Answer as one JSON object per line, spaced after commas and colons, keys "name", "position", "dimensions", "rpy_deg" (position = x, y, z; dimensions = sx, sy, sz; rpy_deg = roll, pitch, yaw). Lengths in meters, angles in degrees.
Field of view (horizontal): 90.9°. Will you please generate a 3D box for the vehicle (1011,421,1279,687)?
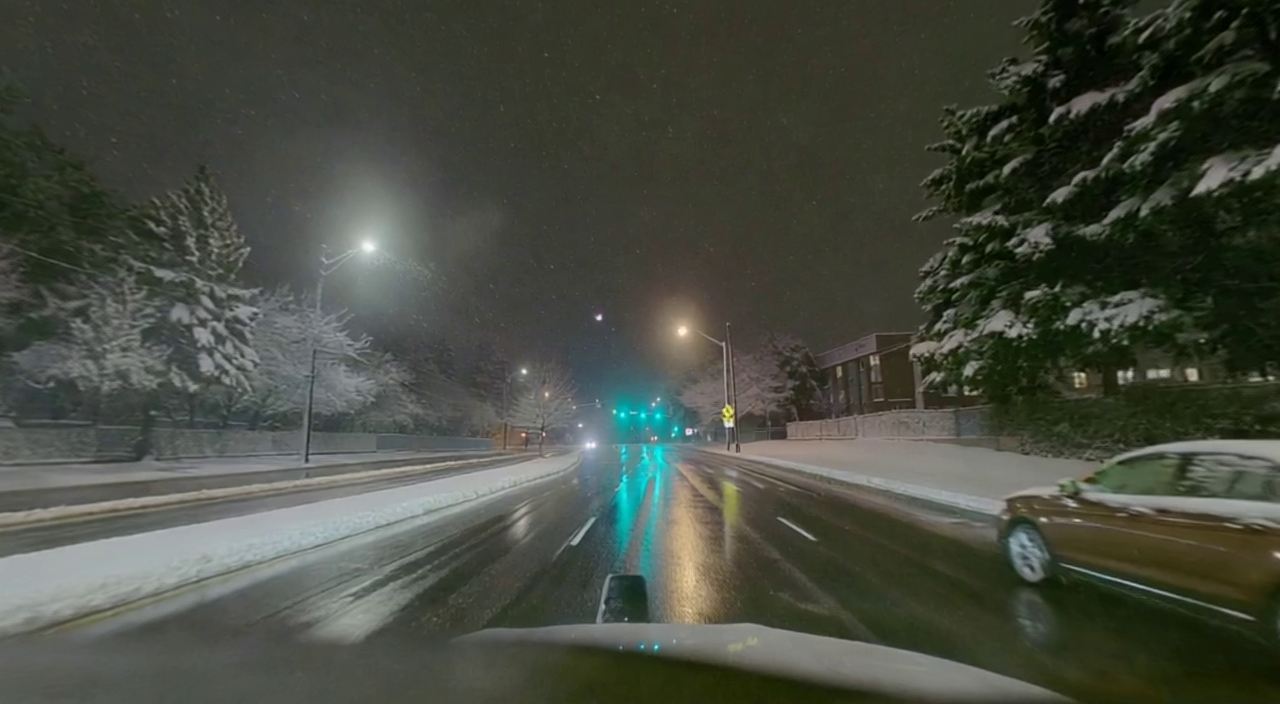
{"name": "vehicle", "position": [4.548, 1.136, 3.653], "dimensions": [2.018, 1.456, 4.451], "rpy_deg": [0, -8, -1]}
